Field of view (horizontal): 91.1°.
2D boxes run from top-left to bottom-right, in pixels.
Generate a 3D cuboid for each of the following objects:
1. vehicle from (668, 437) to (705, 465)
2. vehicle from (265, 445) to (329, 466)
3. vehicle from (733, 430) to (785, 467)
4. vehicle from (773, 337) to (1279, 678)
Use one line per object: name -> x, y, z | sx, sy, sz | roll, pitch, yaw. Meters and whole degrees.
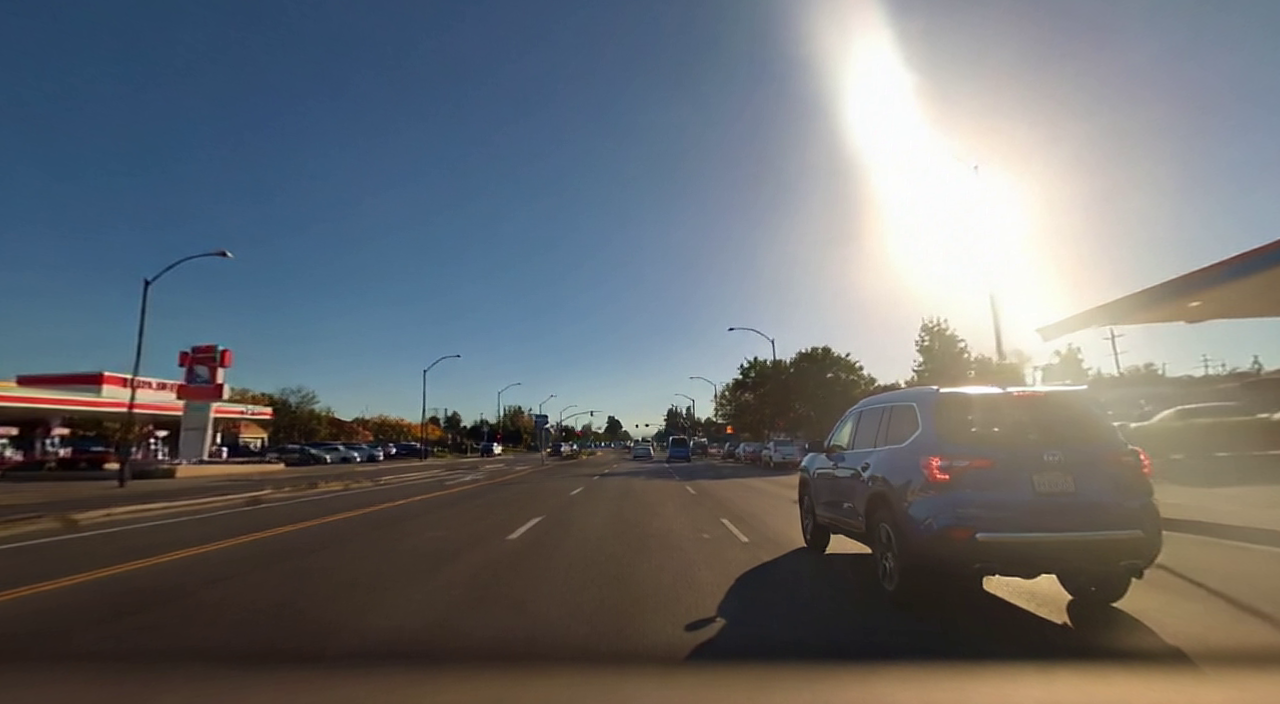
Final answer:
vehicle -> 3.202, 6.948, 44.233 | 2.317, 1.857, 5.150 | 0, -8, 1
vehicle -> -26.157, 7.890, 47.909 | 3.765, 1.559, 1.915 | 0, -8, 2
vehicle -> 7.474, 6.156, 40.071 | 2.220, 2.147, 6.392 | 0, -8, 1
vehicle -> 2.932, 1.228, 6.072 | 2.246, 1.963, 4.777 | 0, -8, 0
